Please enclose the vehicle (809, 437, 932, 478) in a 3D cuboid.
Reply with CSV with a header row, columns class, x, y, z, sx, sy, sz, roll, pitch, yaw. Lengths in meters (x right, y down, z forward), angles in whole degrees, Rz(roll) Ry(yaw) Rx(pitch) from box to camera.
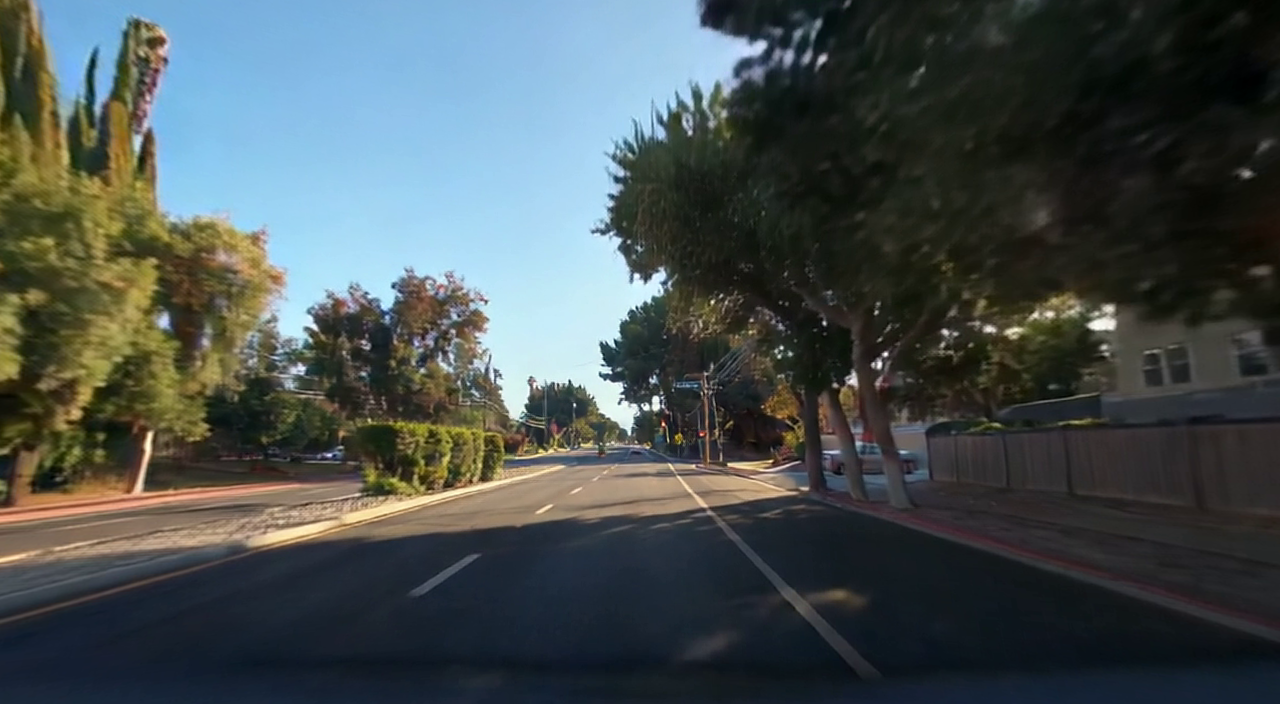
class,x,y,z,sx,sy,sz,roll,pitch,yaw
vehicle,9.701,4.468,26.830,4.387,1.680,1.958,1,-9,-3
